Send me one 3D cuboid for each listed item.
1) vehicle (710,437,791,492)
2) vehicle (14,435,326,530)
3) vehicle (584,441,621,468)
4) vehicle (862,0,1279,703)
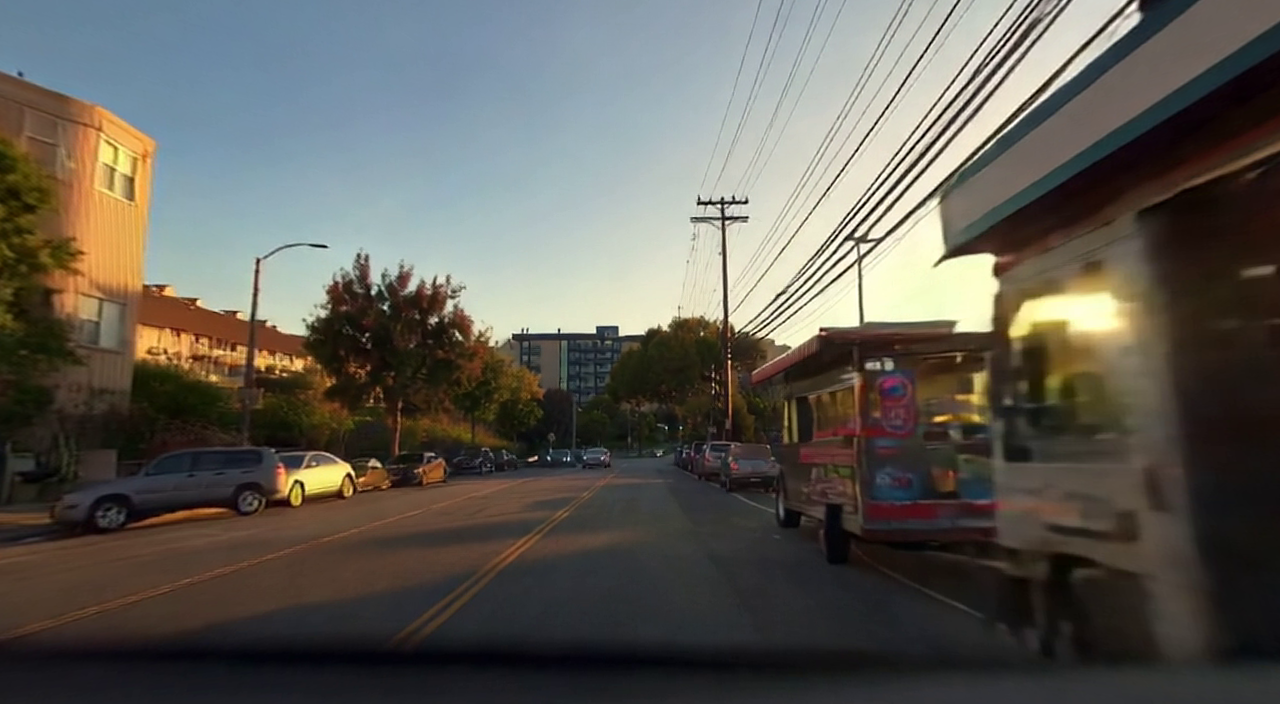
[{"bbox_3d":[3.616,3.737,21.515,1.936,1.641,4.434,0,-7,0],"label":"vehicle"},{"bbox_3d":[-10.186,2.838,14.371,5.093,1.855,2.338,3,-8,-19],"label":"vehicle"},{"bbox_3d":[-2.565,7.132,44.321,2.103,1.721,4.473,-1,-7,3],"label":"vehicle"},{"bbox_3d":[3.180,-0.188,0.589,2.886,3.321,7.809,0,-7,-1],"label":"vehicle"}]
